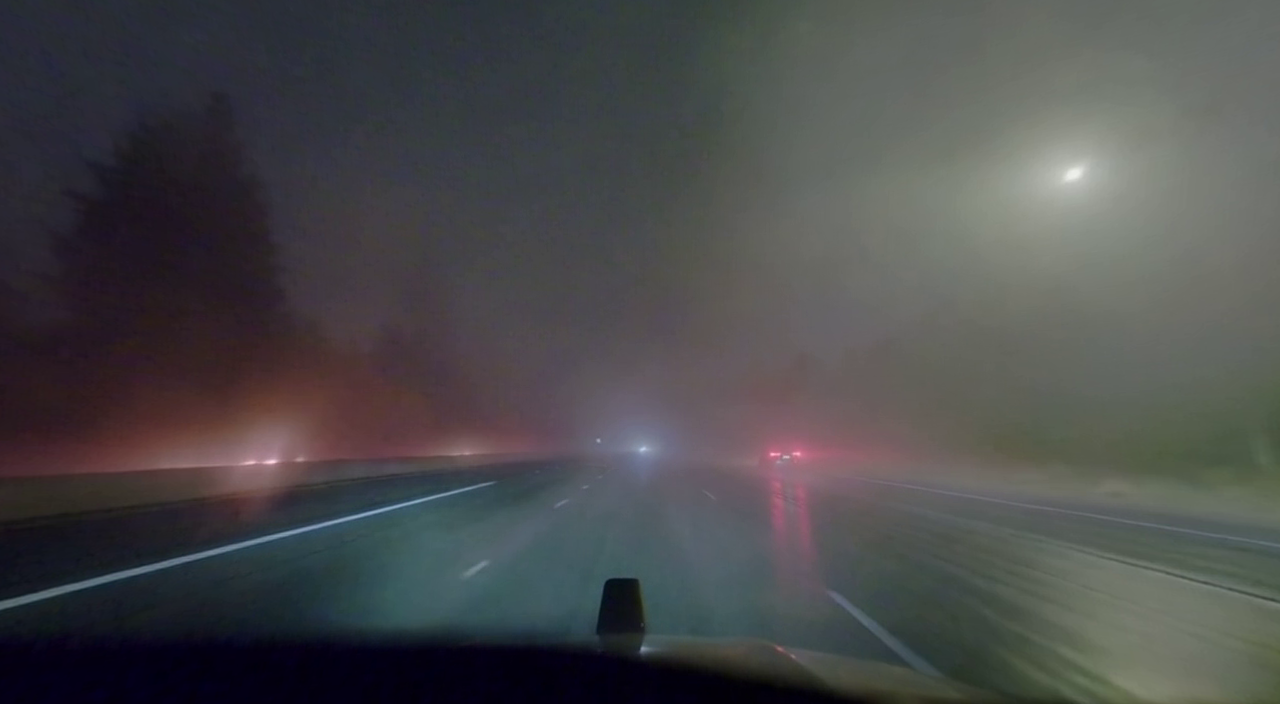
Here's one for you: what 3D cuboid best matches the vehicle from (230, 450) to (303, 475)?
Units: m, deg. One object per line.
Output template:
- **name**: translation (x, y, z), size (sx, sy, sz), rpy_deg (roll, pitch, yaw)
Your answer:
- **vehicle**: translation (-24.358, 7.187, 41.313), size (1.822, 1.479, 4.695), rpy_deg (0, -8, 1)
